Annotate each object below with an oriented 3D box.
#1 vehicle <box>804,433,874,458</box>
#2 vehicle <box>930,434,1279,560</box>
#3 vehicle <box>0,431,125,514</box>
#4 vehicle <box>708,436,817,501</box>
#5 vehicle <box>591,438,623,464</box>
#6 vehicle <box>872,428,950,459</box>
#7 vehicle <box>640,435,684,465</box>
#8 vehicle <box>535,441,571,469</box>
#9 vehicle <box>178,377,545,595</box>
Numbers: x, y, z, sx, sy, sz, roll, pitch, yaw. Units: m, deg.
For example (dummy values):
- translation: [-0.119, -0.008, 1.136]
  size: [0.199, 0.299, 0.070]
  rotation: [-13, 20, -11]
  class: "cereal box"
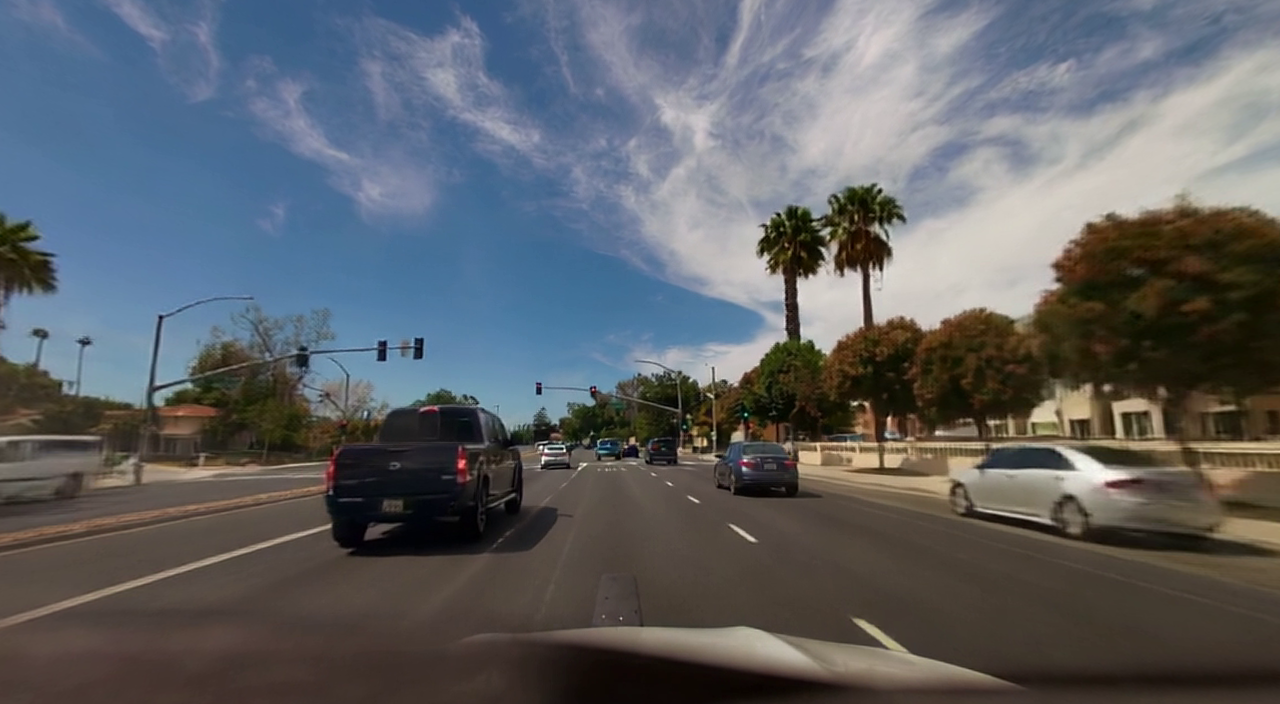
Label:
- translation: [15.468, 7.256, 49.200]
  size: [4.691, 1.626, 1.943]
  rotation: [-1, -7, -10]
  class: "vehicle"
- translation: [6.707, 2.050, 9.830]
  size: [1.989, 1.459, 4.700]
  rotation: [0, -8, -3]
  class: "vehicle"
- translation: [-16.699, 3.099, 16.515]
  size: [2.292, 1.990, 5.714]
  rotation: [1, -8, -8]
  class: "vehicle"
- translation: [3.092, 3.021, 16.837]
  size: [1.870, 1.491, 4.009]
  rotation: [0, -8, -3]
  class: "vehicle"
- translation: [-2.539, 7.432, 47.647]
  size: [2.164, 1.867, 4.254]
  rotation: [1, -8, -6]
  class: "vehicle"
- translation: [16.256, 5.527, 38.200]
  size: [2.058, 1.766, 4.563]
  rotation: [1, -8, -10]
  class: "vehicle"
- translation: [1.413, 6.796, 43.894]
  size: [2.391, 1.960, 5.600]
  rotation: [1, -8, -5]
  class: "vehicle"
- translation: [-5.049, 6.031, 37.127]
  size: [1.864, 1.505, 4.202]
  rotation: [1, -8, -5]
  class: "vehicle"
- translation: [-2.976, 1.660, 8.920]
  size: [2.354, 1.948, 6.355]
  rotation: [0, -8, -1]
  class: "vehicle"
